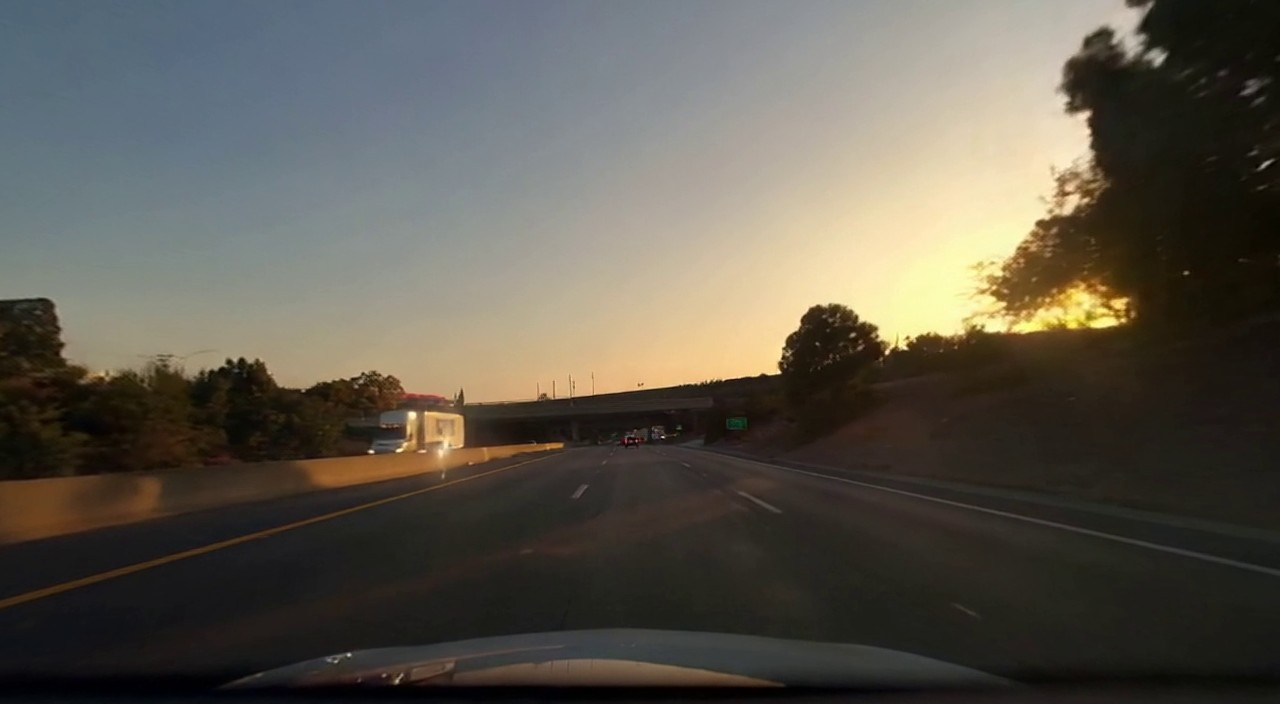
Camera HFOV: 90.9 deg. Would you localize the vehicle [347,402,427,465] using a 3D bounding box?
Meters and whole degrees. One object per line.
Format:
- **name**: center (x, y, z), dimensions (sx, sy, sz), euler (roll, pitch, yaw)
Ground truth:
- **vehicle**: center (-16.851, 5.500, 42.526), dimensions (3.027, 3.960, 5.873), euler (0, -8, -2)
